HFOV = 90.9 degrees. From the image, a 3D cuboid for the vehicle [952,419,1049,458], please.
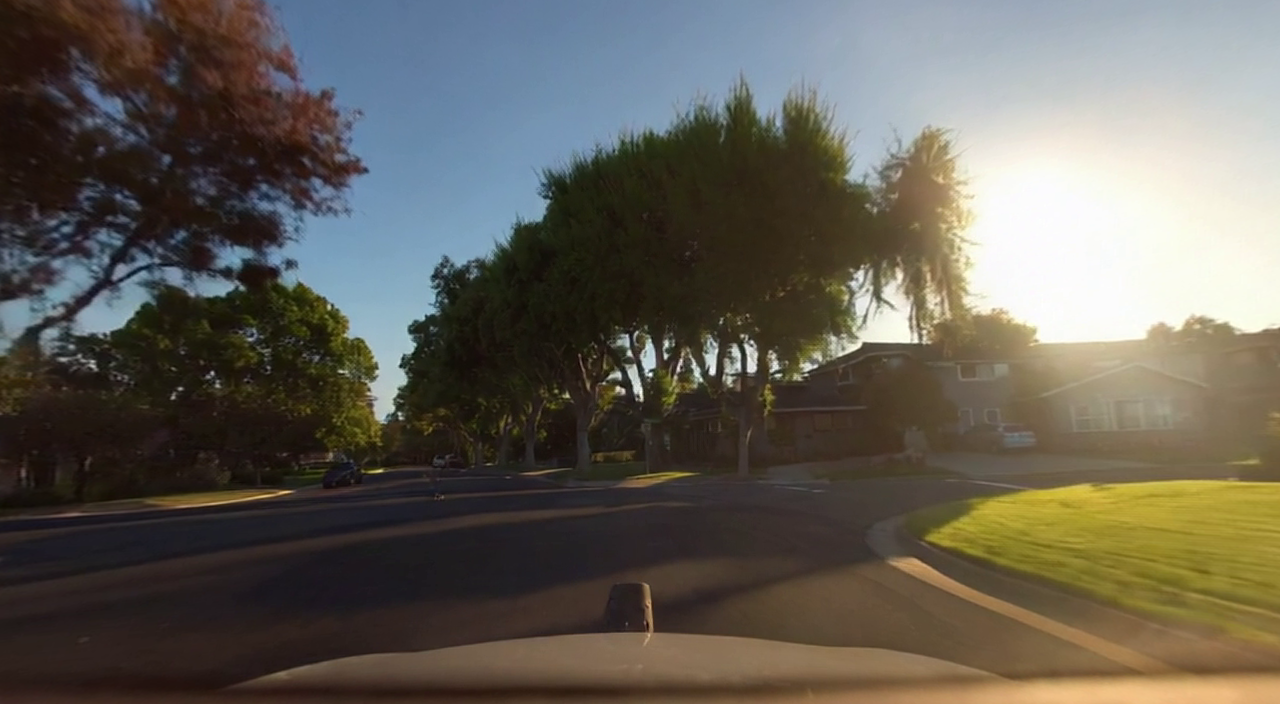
[{"bbox_3d":[18.390,4.497,32.449,1.992,1.813,5.079,0,-9,0],"label":"vehicle"}]
